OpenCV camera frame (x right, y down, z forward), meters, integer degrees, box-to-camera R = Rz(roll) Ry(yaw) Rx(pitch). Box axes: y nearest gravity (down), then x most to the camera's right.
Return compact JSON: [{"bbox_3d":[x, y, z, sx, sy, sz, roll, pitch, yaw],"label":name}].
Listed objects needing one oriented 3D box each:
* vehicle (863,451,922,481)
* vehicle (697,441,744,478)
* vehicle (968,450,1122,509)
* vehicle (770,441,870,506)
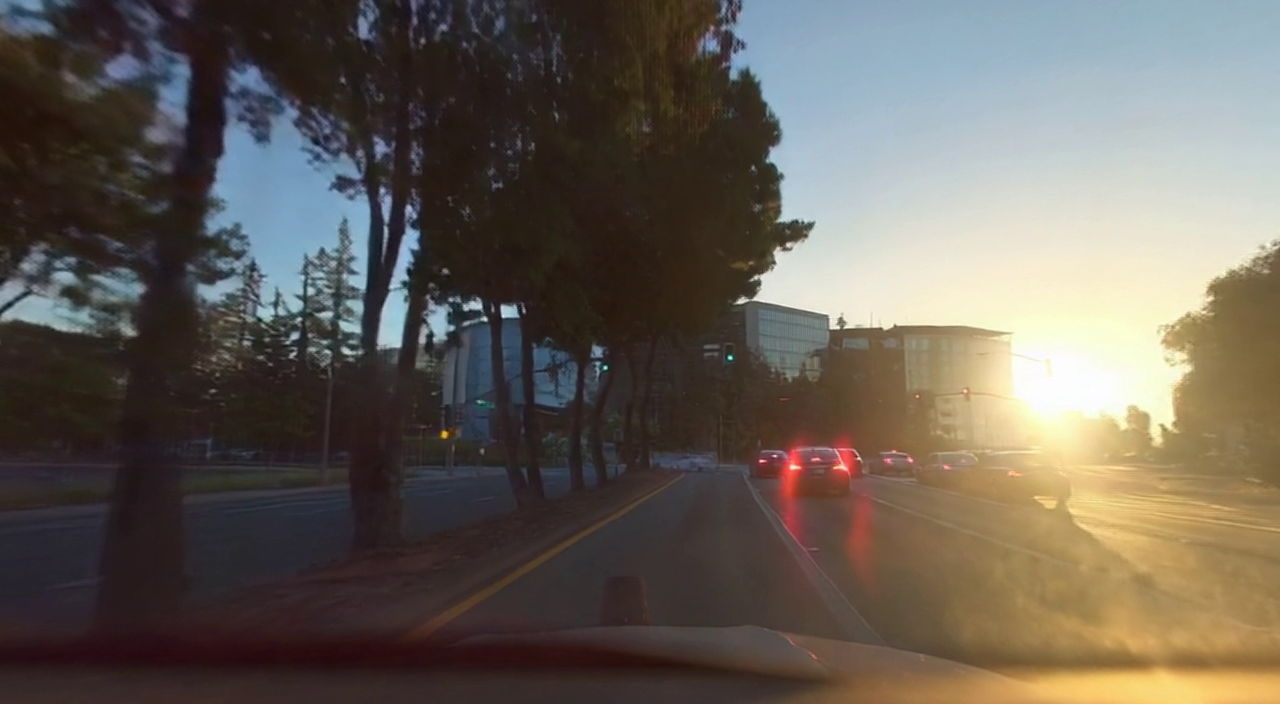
[{"bbox_3d":[13.787,6.197,34.610,1.901,1.484,4.093,-1,-8,6],"label":"vehicle"},{"bbox_3d":[4.207,5.650,33.410,2.245,1.800,4.522,-1,-8,6],"label":"vehicle"},{"bbox_3d":[11.277,3.522,17.976,1.884,1.422,4.262,-1,-8,6],"label":"vehicle"},{"bbox_3d":[4.922,3.337,17.854,2.078,1.578,4.107,-1,-8,7],"label":"vehicle"}]
